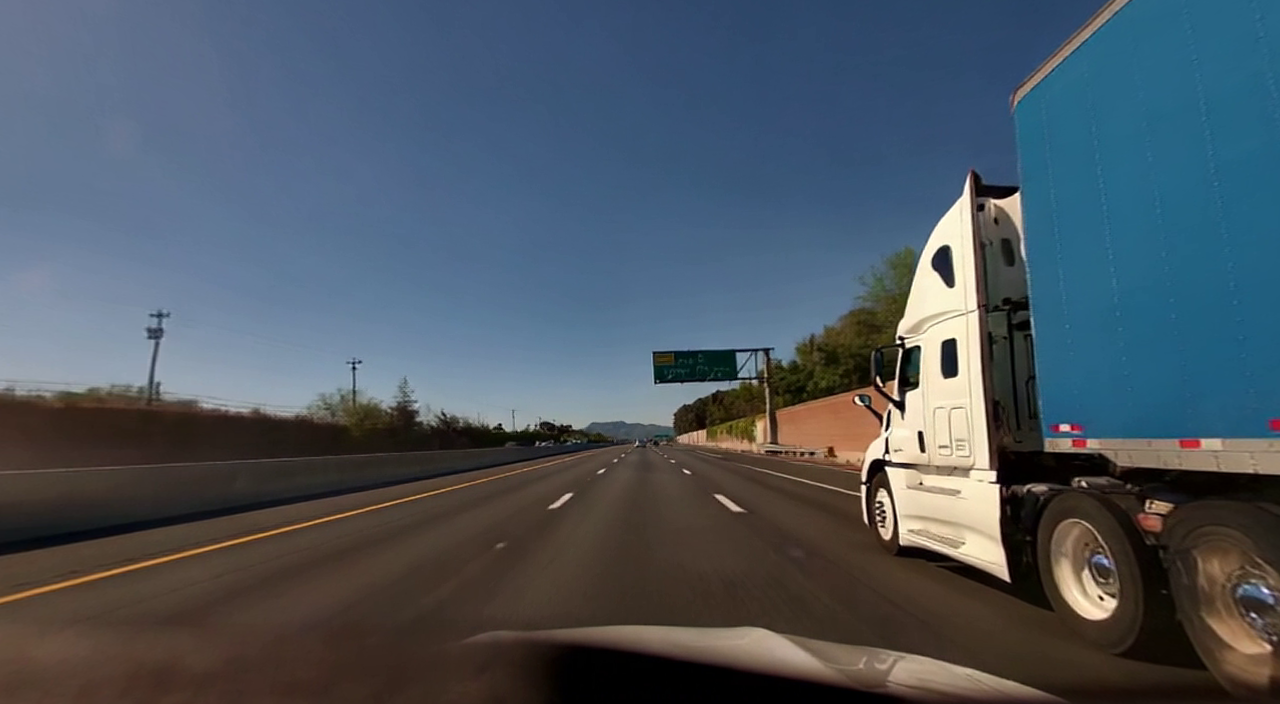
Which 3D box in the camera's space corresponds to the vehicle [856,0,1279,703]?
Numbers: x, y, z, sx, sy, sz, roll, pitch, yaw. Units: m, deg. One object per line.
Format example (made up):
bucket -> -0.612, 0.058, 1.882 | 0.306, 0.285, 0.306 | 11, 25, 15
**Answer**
vehicle -> 3.836, -0.268, 1.988 | 3.012, 3.768, 8.945 | 0, -8, 0
